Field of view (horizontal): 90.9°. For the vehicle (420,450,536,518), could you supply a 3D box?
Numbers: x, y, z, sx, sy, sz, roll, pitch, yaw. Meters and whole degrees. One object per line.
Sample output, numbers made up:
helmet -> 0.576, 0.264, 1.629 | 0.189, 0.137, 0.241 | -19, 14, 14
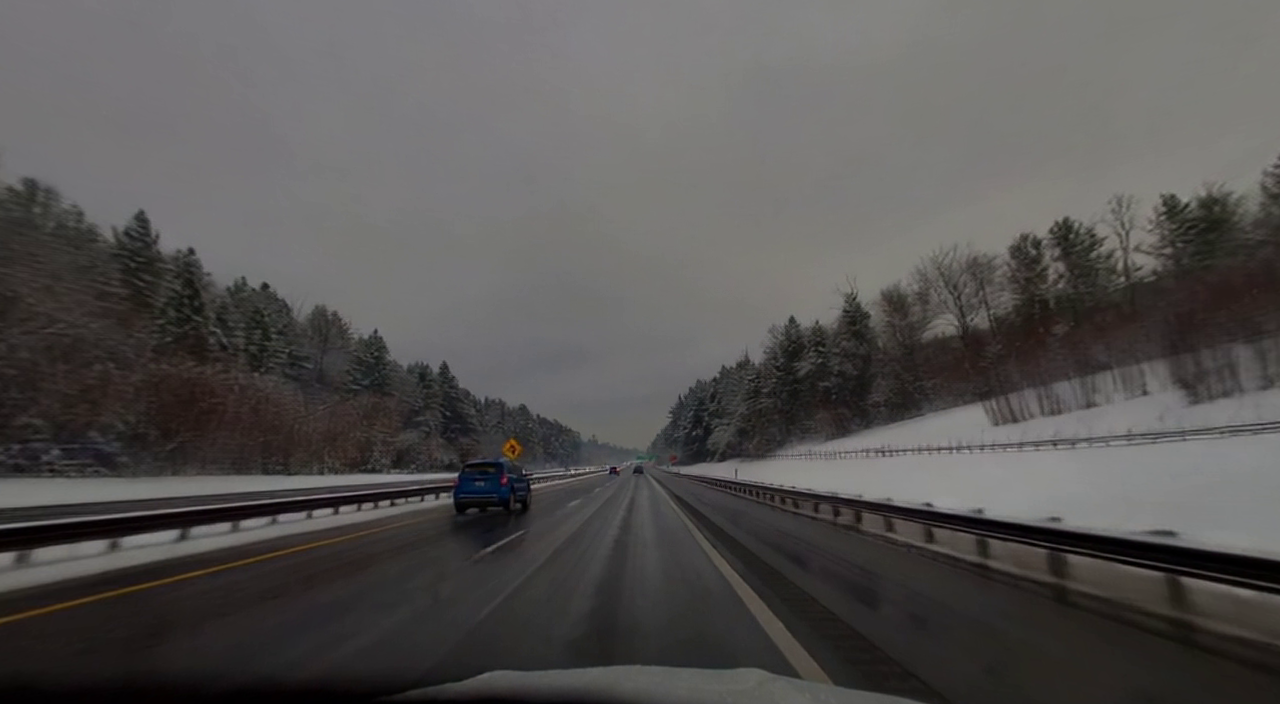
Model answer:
vehicle -> -4.321, 3.632, 17.623 | 2.042, 1.629, 4.276 | 1, -10, 1
